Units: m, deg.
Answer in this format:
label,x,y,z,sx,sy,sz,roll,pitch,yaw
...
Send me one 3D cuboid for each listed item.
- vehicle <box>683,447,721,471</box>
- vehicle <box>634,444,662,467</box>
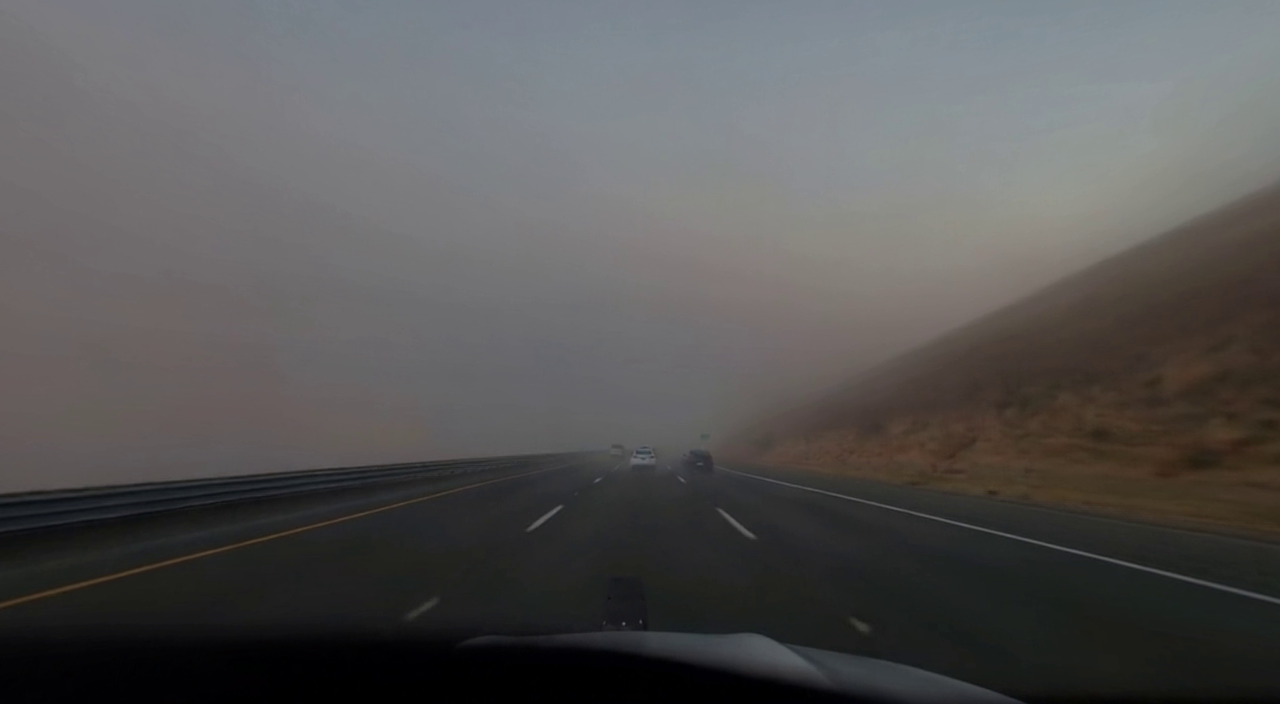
label,x,y,z,sx,sy,sz,roll,pitch,yaw
vehicle,3.843,6.672,39.541,1.976,1.352,3.602,0,-8,0
vehicle,0.554,7.729,47.241,1.986,1.576,4.312,0,-8,0
